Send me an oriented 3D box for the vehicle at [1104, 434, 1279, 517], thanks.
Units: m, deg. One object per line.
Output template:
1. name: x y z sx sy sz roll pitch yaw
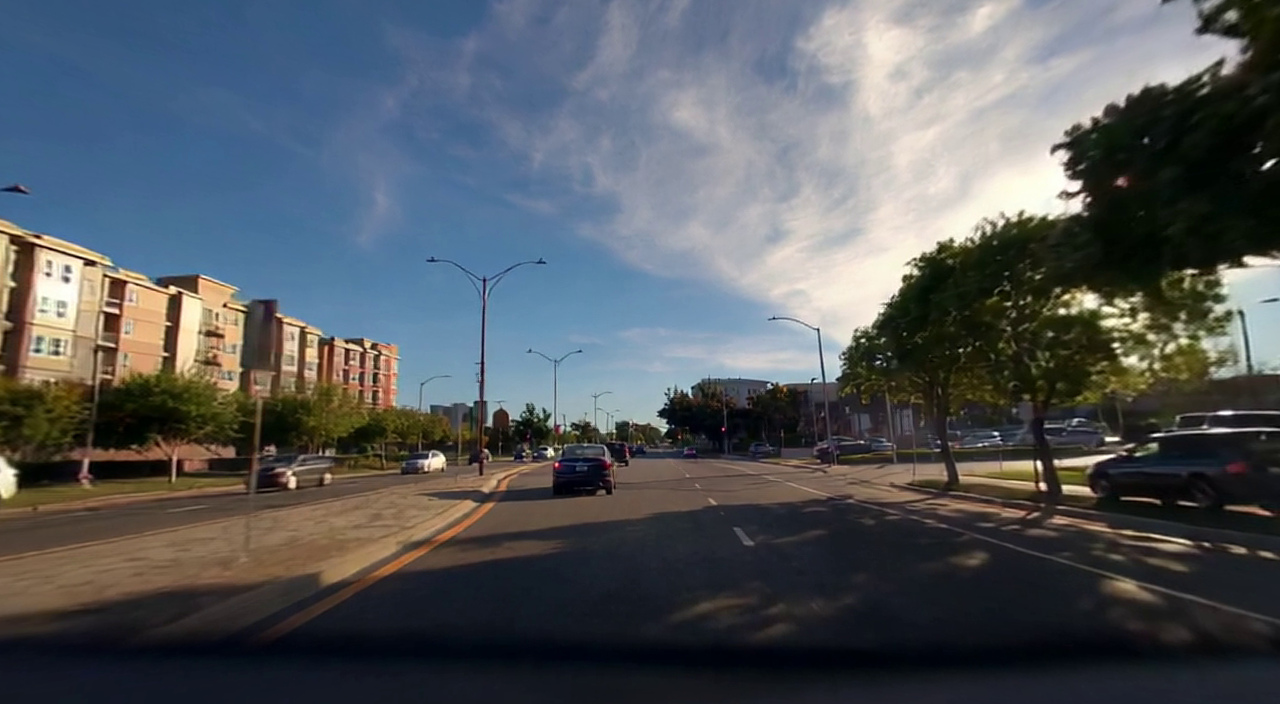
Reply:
1. vehicle: 12.295 2.432 12.902 2.062 1.442 4.533 0 -8 -2

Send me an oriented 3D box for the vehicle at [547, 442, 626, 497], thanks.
1. vehicle: -1.615 3.530 19.474 2.144 1.447 4.421 0 -8 -4

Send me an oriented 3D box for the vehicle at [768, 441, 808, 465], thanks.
1. vehicle: 11.314 7.759 48.638 1.975 1.677 4.400 0 -8 0

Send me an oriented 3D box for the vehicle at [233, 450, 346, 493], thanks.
1. vehicle: -13.523 4.599 24.749 1.882 1.475 4.522 0 -8 0

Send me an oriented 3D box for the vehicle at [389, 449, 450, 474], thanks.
1. vehicle: -13.912 6.908 40.201 2.149 1.468 4.707 -1 -8 1

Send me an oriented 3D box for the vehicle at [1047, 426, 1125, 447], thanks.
1. vehicle: 34.881 6.622 49.452 4.531 1.596 1.929 -1 -8 2
